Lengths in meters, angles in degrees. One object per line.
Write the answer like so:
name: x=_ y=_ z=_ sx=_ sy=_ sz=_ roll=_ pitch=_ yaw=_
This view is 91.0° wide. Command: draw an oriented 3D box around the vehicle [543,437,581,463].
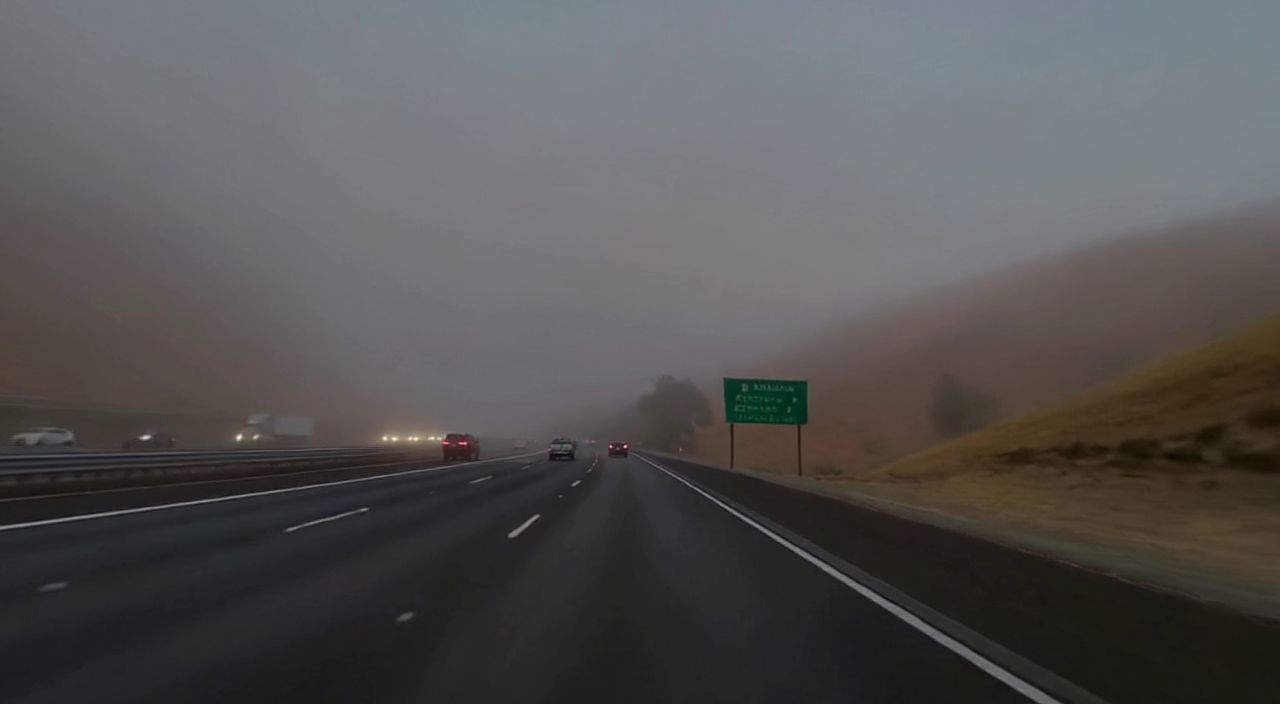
vehicle: x=-5.105 y=6.492 z=41.658 sx=2.060 sy=1.631 sz=4.214 roll=0 pitch=-9 yaw=-1

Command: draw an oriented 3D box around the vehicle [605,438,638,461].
vehicle: x=-1.404 y=7.344 z=47.415 sx=2.421 sy=1.594 sz=4.248 roll=0 pitch=-9 yaw=-2

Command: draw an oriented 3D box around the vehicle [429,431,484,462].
vehicle: x=-12.080 y=6.281 z=41.846 sx=2.219 sy=1.923 sz=4.985 roll=0 pitch=-9 yaw=-1
